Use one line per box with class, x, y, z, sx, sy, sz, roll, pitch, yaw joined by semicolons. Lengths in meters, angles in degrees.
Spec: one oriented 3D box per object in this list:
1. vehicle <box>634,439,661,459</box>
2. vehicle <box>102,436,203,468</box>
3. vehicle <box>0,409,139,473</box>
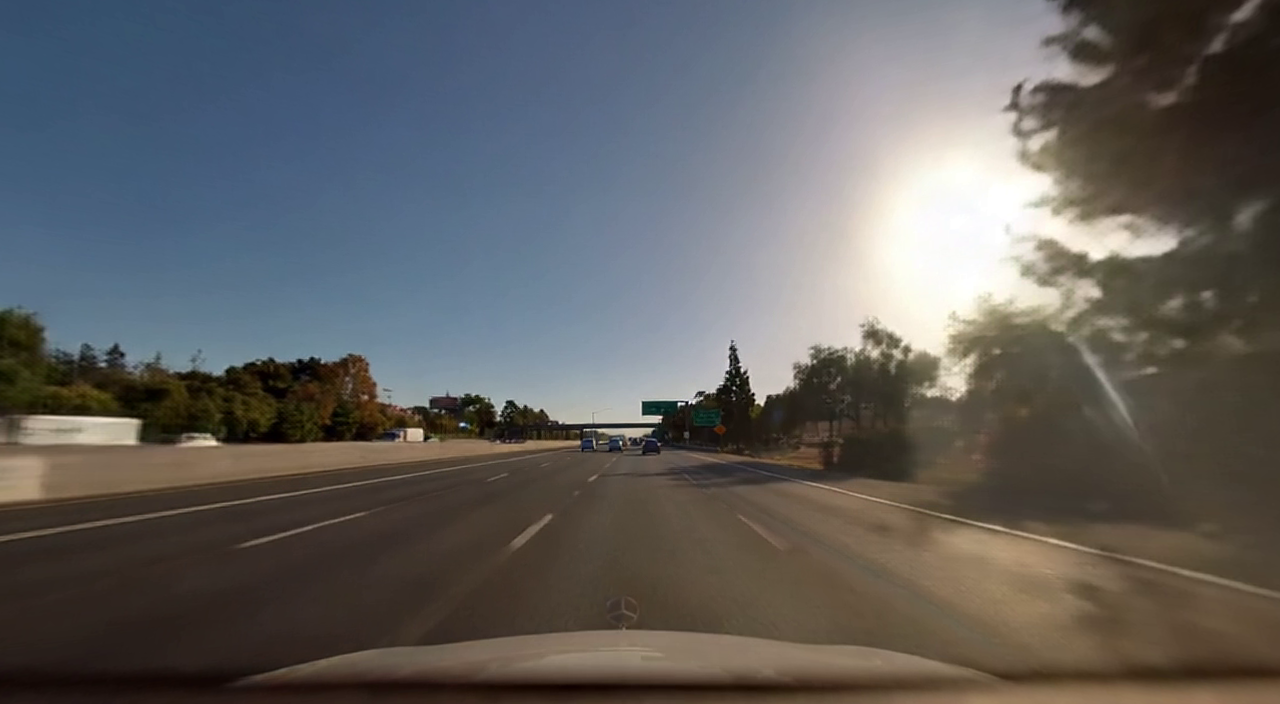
vehicle;0.567;7.604;49.526;2.021;1.528;4.154;0;-8;-1
vehicle;-27.738;5.702;36.159;1.935;1.681;4.774;0;-8;0
vehicle;-35.408;5.268;37.046;2.917;3.381;11.266;-1;-8;-1
